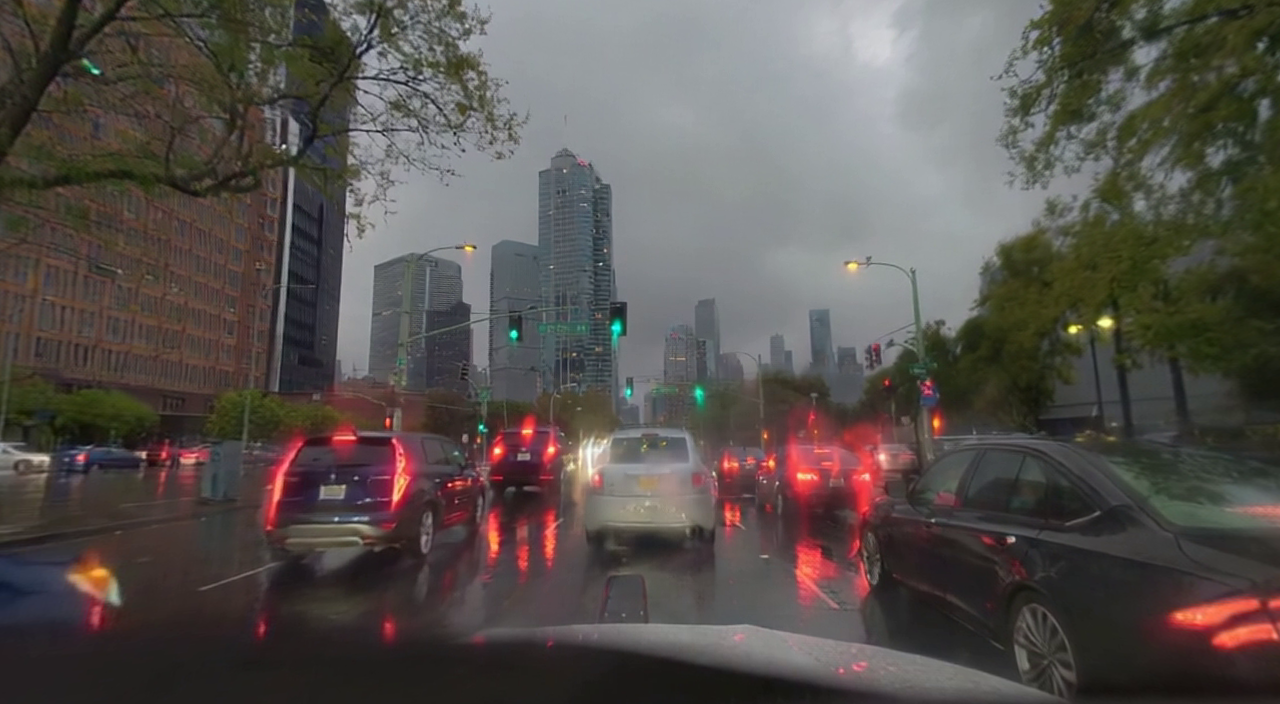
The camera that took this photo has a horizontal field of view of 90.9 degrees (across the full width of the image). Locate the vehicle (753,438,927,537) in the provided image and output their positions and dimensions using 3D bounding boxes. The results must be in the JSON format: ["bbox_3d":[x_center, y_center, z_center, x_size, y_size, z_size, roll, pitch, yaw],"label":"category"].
[{"bbox_3d":[3.576,2.486,12.317,1.973,1.537,4.533,0,-8,1],"label":"vehicle"}]

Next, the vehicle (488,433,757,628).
[{"bbox_3d":[-0.132,1.636,6.735,2.031,1.461,3.763,0,-8,0],"label":"vehicle"}]

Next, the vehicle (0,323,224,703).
[{"bbox_3d":[-3.088,0.589,0.681,2.181,1.723,4.550,0,-8,-1],"label":"vehicle"}]

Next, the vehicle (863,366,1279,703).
[{"bbox_3d":[3.350,1.160,4.180,2.179,1.631,4.173,0,-8,0],"label":"vehicle"}]

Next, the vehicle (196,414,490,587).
[{"bbox_3d":[-3.564,1.842,8.724,2.046,1.744,4.407,0,-8,-2],"label":"vehicle"}]
